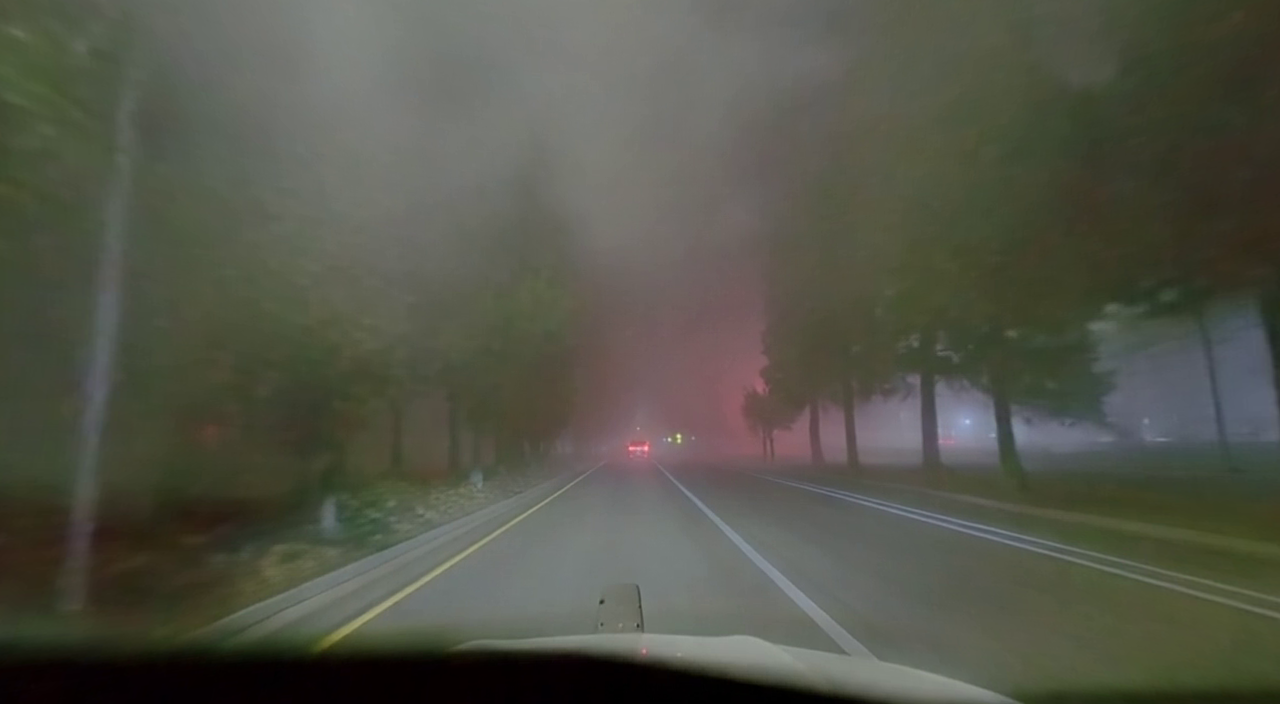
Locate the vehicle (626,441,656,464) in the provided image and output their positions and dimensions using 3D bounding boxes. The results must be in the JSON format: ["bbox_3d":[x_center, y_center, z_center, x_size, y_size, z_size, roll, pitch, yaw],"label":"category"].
[{"bbox_3d":[0.094,7.240,45.588,2.048,1.584,4.393,0,-8,0],"label":"vehicle"}]
